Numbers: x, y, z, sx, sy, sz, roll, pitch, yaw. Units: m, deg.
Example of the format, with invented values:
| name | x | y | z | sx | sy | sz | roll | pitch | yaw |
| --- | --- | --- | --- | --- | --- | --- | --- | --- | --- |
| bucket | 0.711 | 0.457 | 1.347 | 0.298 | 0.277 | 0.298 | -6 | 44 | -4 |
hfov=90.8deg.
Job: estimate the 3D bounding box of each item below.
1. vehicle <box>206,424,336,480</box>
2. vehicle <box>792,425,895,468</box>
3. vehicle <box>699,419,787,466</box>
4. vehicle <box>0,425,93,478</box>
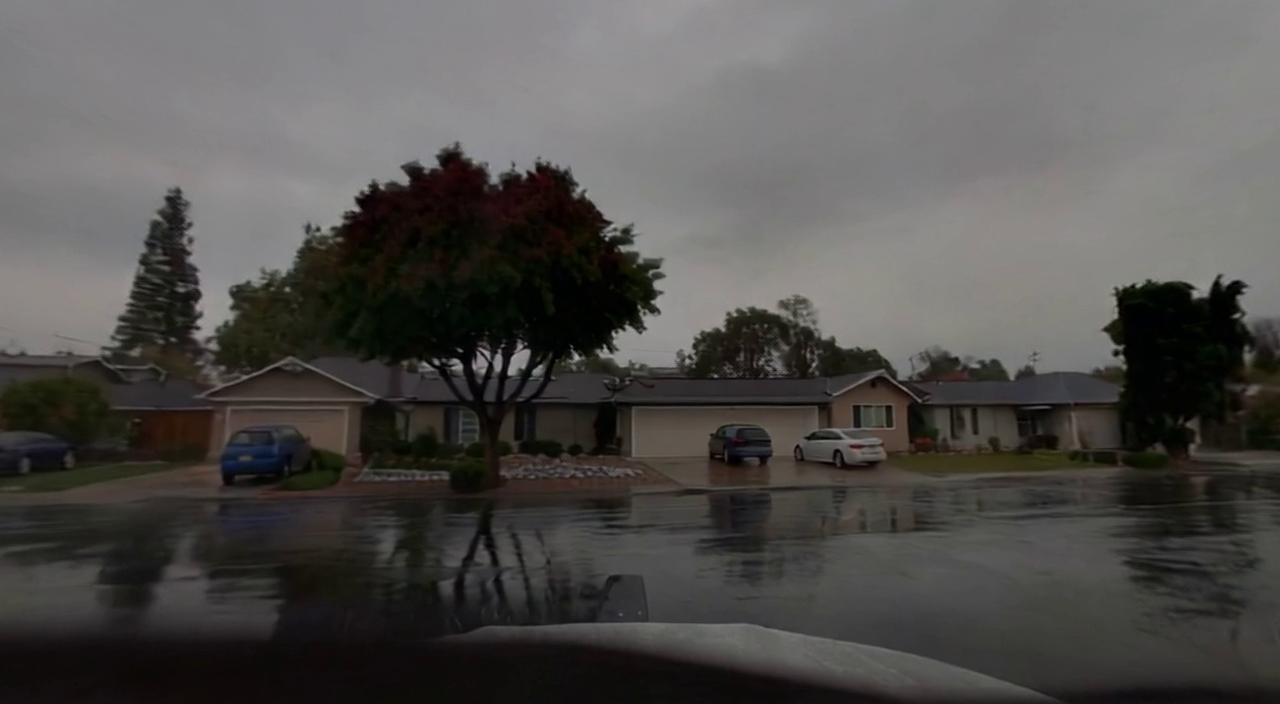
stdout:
| name | x | y | z | sx | sy | sz | roll | pitch | yaw |
| --- | --- | --- | --- | --- | --- | --- | --- | --- | --- |
| vehicle | -12.186 | 3.350 | 21.299 | 1.942 | 1.651 | 4.655 | 1 | -9 | -6 |
| vehicle | 8.083 | 3.829 | 25.536 | 1.873 | 1.556 | 4.216 | 3 | -9 | -16 |
| vehicle | 4.042 | 3.673 | 25.571 | 1.937 | 1.731 | 4.179 | 2 | -9 | -15 |
| vehicle | -21.818 | 3.407 | 21.617 | 1.942 | 1.700 | 4.478 | -1 | -9 | 4 |
